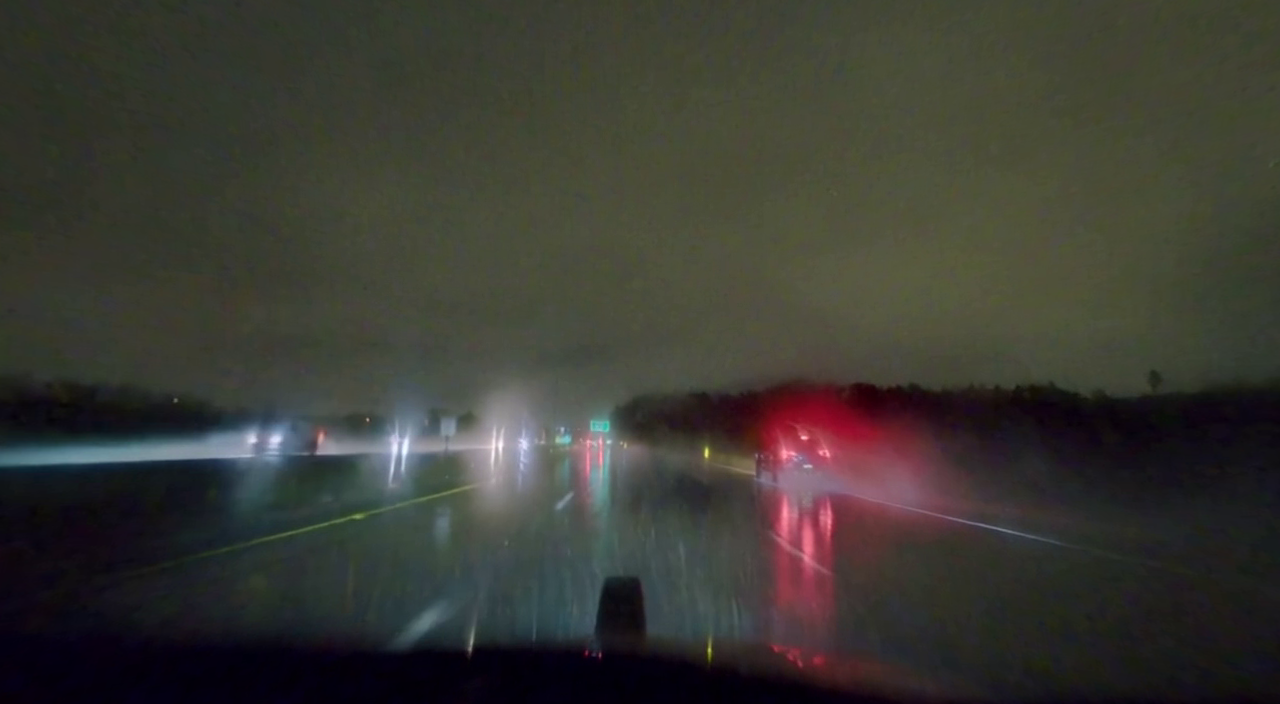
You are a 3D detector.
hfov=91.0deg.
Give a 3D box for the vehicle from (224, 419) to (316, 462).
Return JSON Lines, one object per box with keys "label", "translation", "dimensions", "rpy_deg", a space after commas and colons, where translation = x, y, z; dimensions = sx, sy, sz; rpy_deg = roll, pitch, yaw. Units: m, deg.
{"label": "vehicle", "translation": [-25.367, 6.154, 43.608], "dimensions": [2.363, 2.699, 6.591], "rpy_deg": [0, -9, -1]}
